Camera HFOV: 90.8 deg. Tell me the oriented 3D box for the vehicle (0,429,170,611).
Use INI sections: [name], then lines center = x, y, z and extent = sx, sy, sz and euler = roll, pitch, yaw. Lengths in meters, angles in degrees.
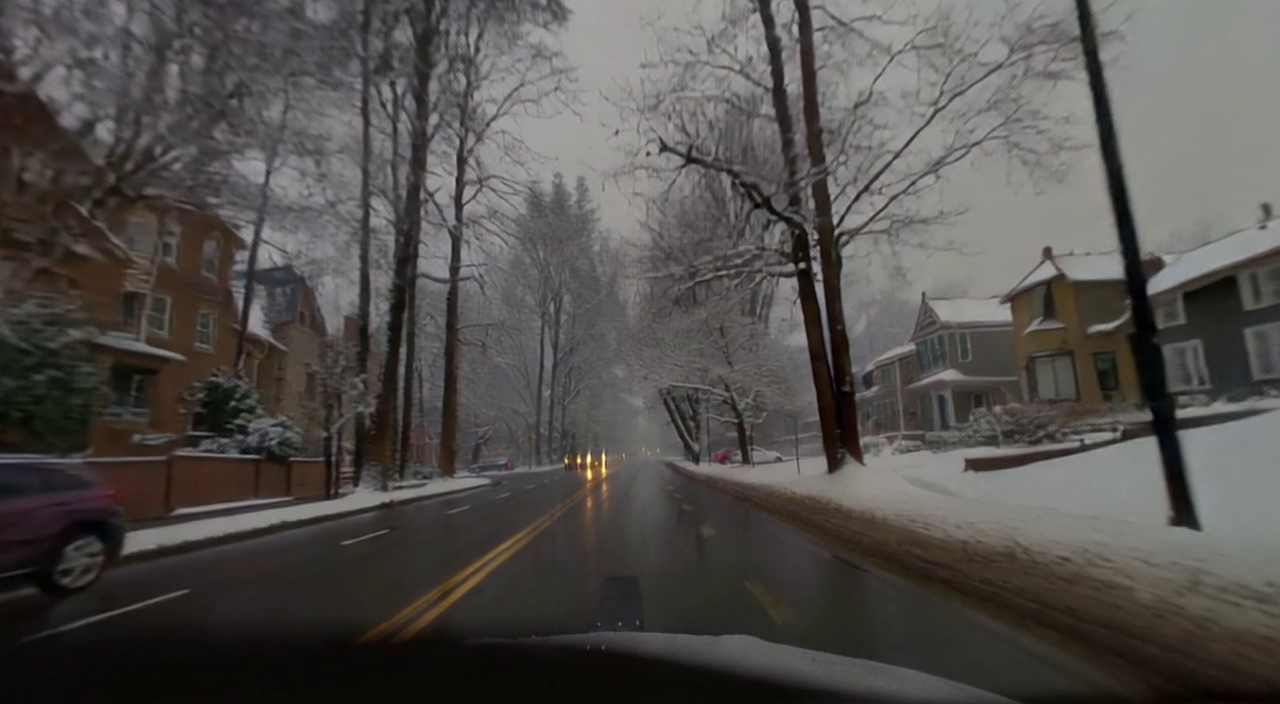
[vehicle]
center = -7.230, 1.545, 5.546
extent = 2.129, 1.730, 5.544
euler = -1, -11, -3
